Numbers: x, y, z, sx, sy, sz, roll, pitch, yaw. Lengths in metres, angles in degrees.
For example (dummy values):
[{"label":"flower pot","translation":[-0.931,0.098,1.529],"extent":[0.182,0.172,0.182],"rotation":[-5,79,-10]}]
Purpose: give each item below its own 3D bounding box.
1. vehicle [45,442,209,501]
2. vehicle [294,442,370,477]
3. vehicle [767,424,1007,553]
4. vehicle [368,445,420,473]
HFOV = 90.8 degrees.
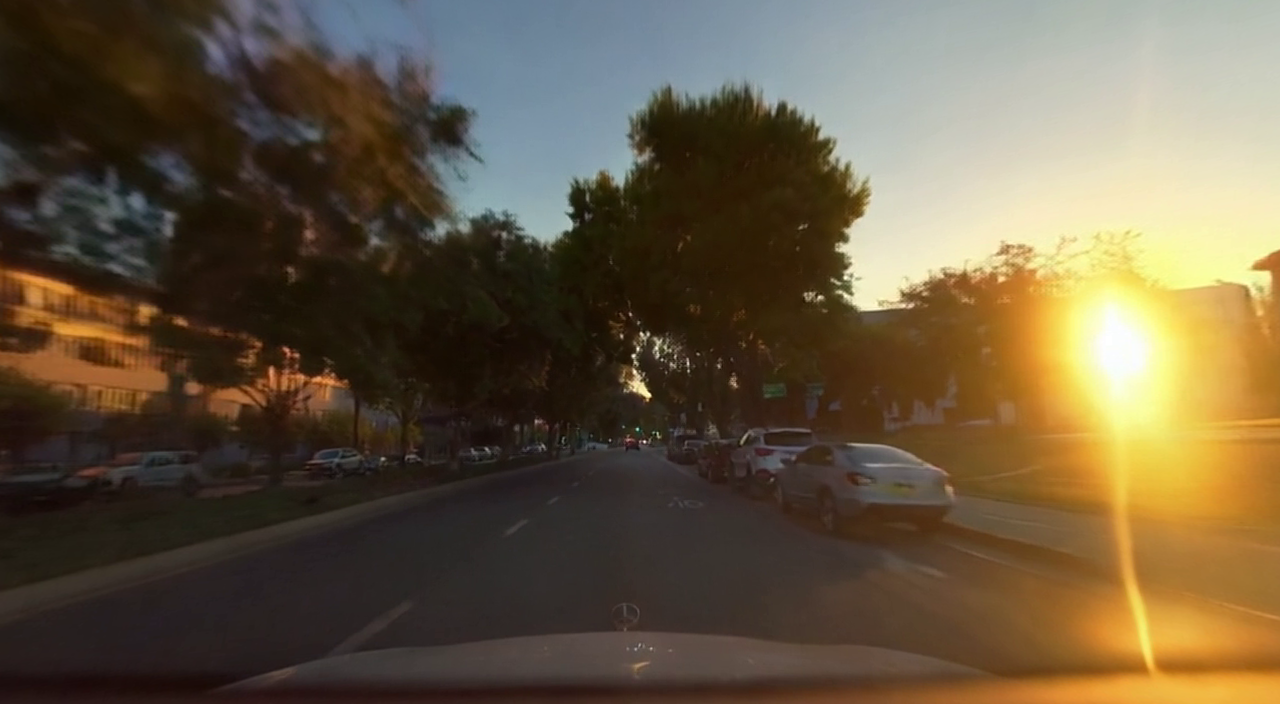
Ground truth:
[{"label":"vehicle","translation":[-18.047,4.182,22.622],"extent":[2.007,1.806,4.707],"rotation":[0,-8,-2]},{"label":"vehicle","translation":[-18.319,6.371,37.922],"extent":[2.151,1.885,4.979],"rotation":[0,-8,-2]},{"label":"vehicle","translation":[3.361,1.911,9.755],"extent":[1.924,1.492,4.587],"rotation":[-1,-8,1]},{"label":"vehicle","translation":[-14.605,6.349,37.698],"extent":[1.656,1.488,3.677],"rotation":[0,-8,-1]}]
